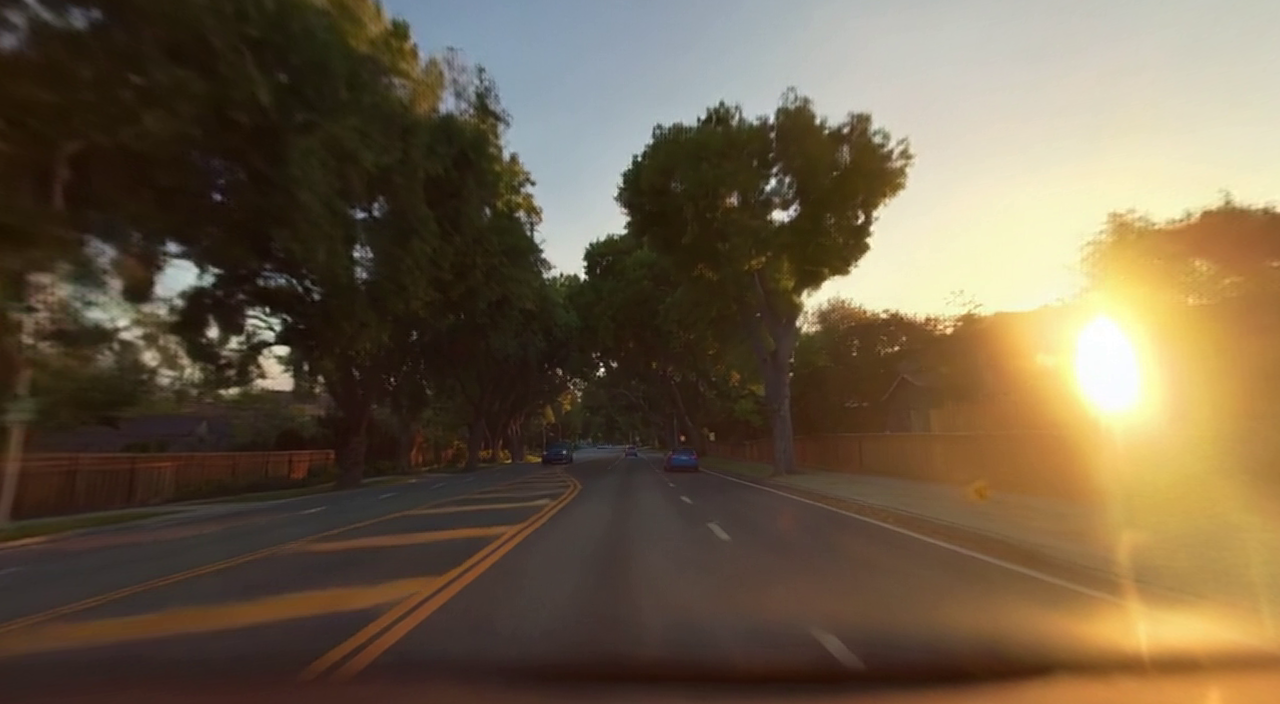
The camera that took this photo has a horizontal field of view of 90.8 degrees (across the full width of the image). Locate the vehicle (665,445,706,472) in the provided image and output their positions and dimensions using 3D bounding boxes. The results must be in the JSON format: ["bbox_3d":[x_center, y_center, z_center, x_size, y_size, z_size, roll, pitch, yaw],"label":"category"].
[{"bbox_3d":[2.536,6.107,36.415,1.991,1.476,4.153,0,-9,-1],"label":"vehicle"}]
